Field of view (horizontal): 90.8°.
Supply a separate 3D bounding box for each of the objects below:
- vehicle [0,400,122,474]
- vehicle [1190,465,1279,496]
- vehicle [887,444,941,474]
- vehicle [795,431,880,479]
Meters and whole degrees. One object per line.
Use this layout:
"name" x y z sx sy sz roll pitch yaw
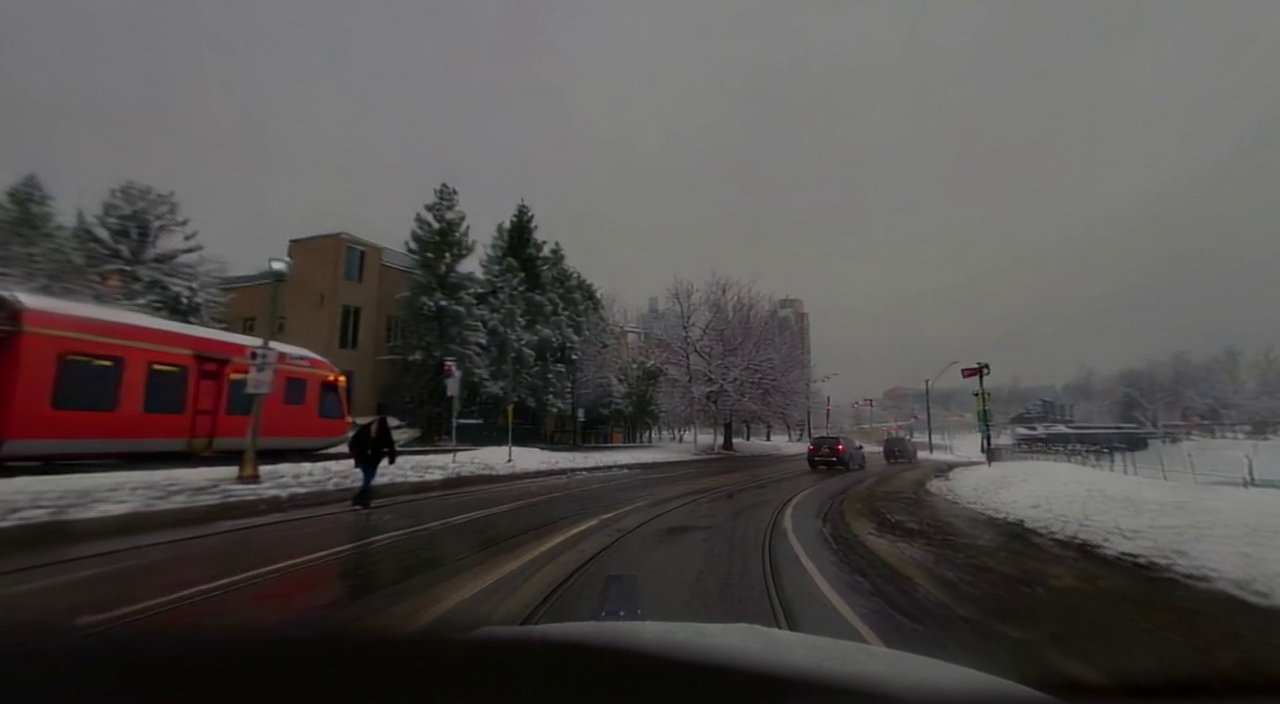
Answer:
"vehicle" -32.548 4.285 31.605 2.931 3.569 12.284 0 -8 0
"vehicle" 32.057 6.759 33.370 4.118 1.477 1.691 -1 -8 6
"vehicle" 17.042 6.616 39.191 2.010 1.725 4.320 -7 -11 37
"vehicle" 8.186 4.165 25.885 2.263 1.765 4.237 -5 -10 31
